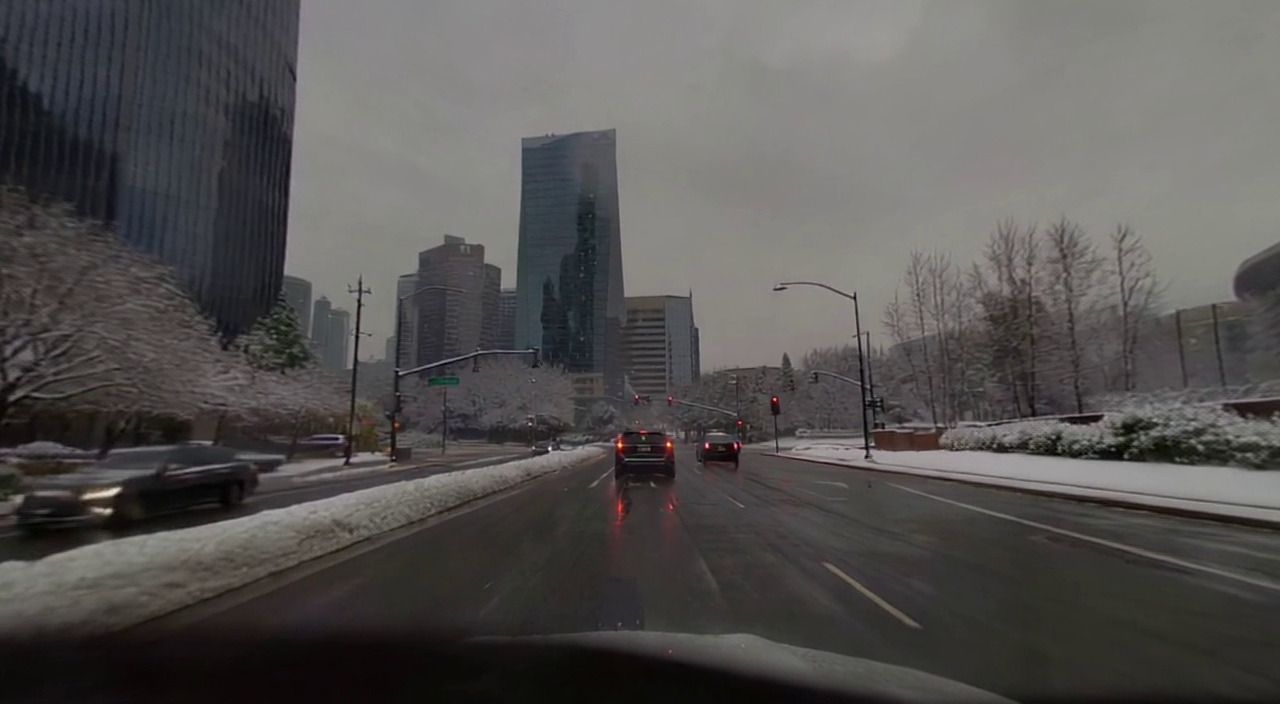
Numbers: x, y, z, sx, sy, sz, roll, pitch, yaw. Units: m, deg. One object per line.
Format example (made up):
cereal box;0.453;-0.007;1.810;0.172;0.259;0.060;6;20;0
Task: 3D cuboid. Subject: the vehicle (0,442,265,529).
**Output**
vehicle;-10.636;2.763;13.697;1.967;1.552;4.536;0;-9;3

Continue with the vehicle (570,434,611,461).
vehicle;-3.031;5.981;39.476;2.103;1.569;3.861;0;-9;2

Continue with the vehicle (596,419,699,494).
vehicle;0.202;2.973;18.180;2.601;1.878;4.535;0;-9;0
